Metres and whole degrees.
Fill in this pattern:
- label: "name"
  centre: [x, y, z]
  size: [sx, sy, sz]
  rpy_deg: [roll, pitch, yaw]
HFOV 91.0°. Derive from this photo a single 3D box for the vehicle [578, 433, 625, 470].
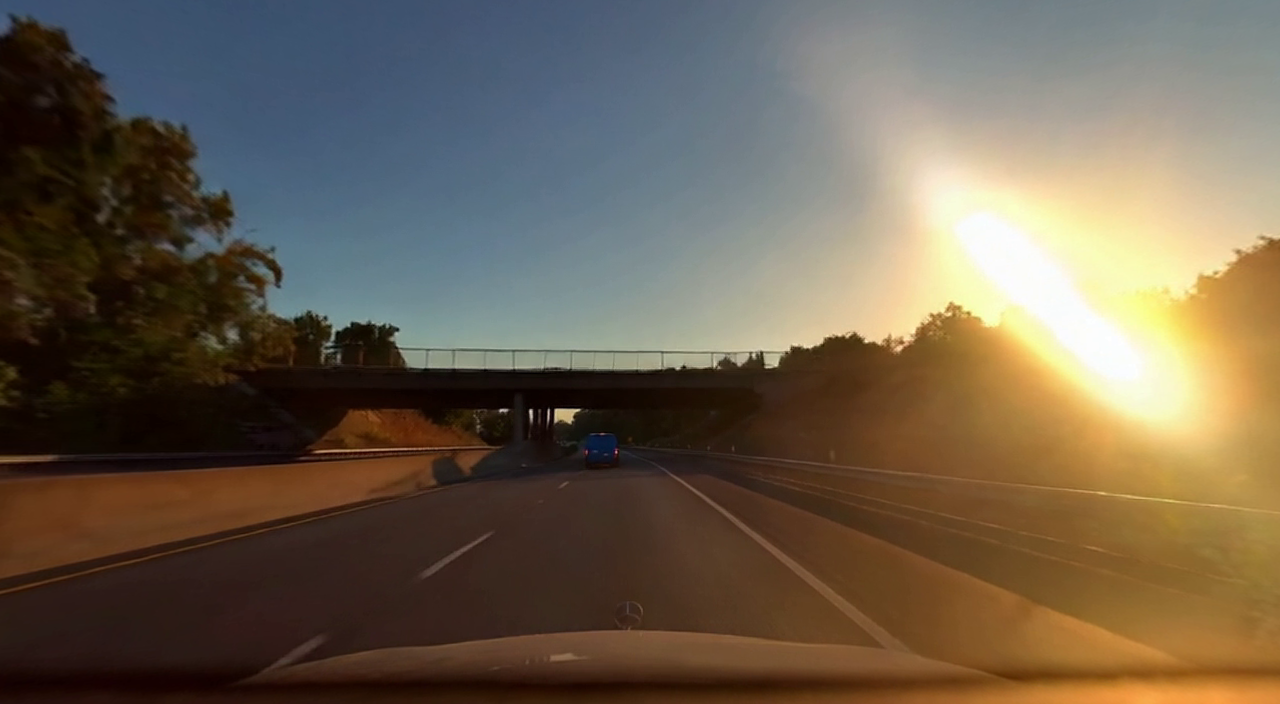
- label: "vehicle"
  centre: [-2.018, 5.445, 34.701]
  size: [2.372, 1.891, 5.061]
  rpy_deg: [0, -8, -1]
